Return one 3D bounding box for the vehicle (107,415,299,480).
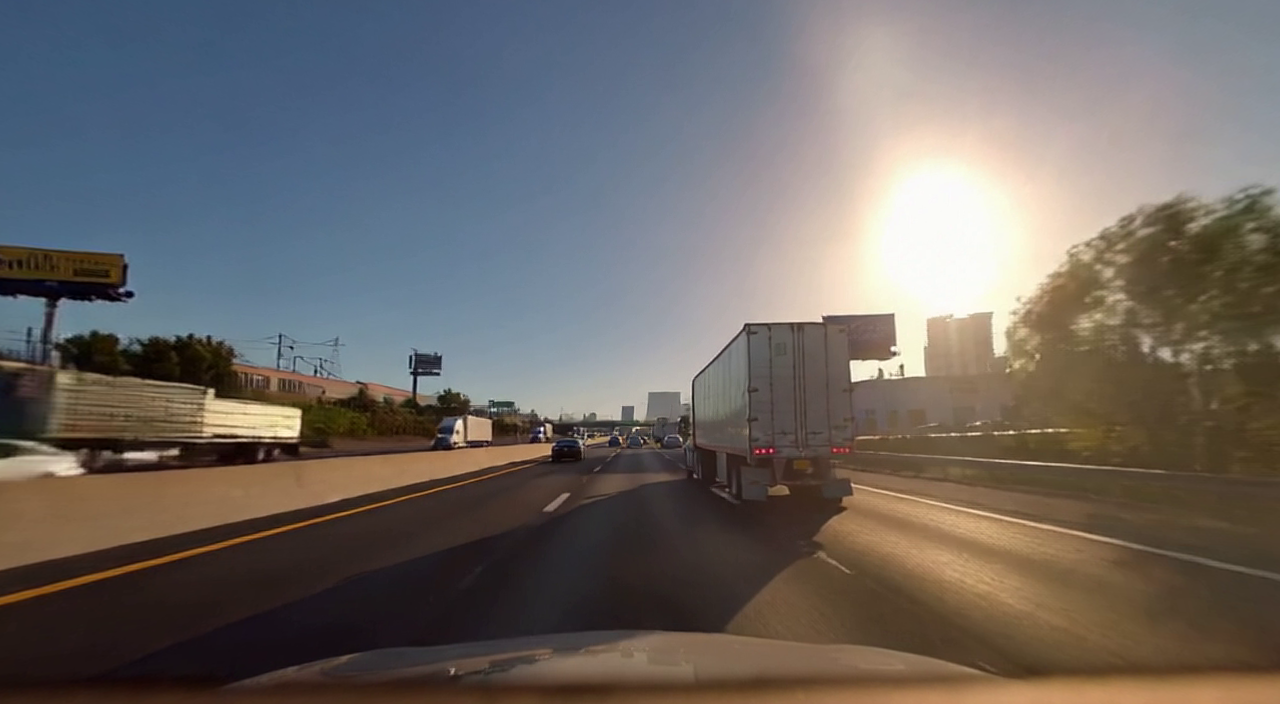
[{"bbox_3d":[-19.846,4.402,29.574,2.932,2.543,8.599,0,-8,-1],"label":"vehicle"}]

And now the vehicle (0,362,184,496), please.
[{"bbox_3d":[-19.665,2.480,20.031,2.985,3.765,9.890,0,-8,-1],"label":"vehicle"}]

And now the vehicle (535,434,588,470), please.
[{"bbox_3d":[-3.431,4.437,28.350,1.930,1.484,3.849,0,-8,-1],"label":"vehicle"}]

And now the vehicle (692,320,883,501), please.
[{"bbox_3d":[3.550,1.943,18.924,2.871,3.815,11.331,0,-8,-1],"label":"vehicle"}]
